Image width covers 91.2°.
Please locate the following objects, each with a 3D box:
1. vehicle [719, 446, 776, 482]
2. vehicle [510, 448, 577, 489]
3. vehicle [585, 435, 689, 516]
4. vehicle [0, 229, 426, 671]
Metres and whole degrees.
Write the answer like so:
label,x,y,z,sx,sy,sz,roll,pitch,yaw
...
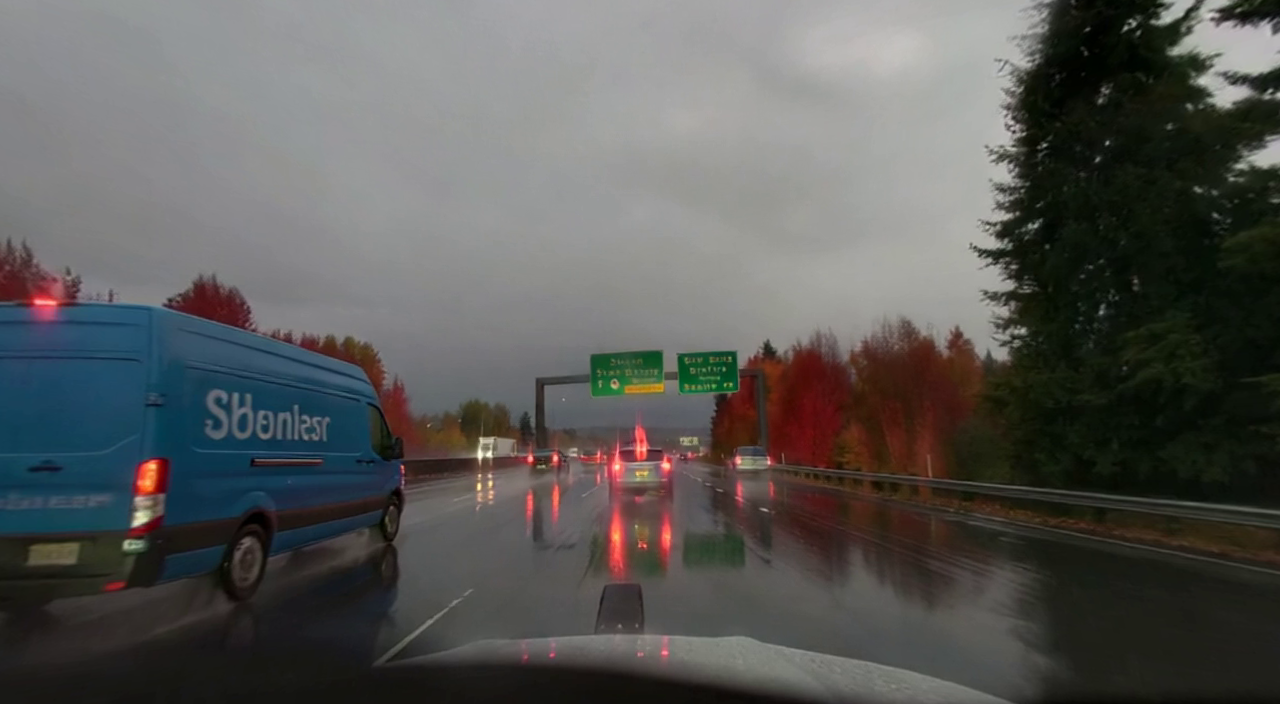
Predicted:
label,x,y,z,sx,sy,sz,roll,pitch,yaw
vehicle,4.936,5.209,29.436,1.962,1.503,4.432,0,-9,1
vehicle,-3.805,4.654,25.433,2.015,1.496,4.312,0,-9,0
vehicle,-0.056,2.936,15.384,2.195,1.679,4.070,0,-9,0
vehicle,-4.477,0.981,6.731,2.275,2.692,5.810,0,-9,0
